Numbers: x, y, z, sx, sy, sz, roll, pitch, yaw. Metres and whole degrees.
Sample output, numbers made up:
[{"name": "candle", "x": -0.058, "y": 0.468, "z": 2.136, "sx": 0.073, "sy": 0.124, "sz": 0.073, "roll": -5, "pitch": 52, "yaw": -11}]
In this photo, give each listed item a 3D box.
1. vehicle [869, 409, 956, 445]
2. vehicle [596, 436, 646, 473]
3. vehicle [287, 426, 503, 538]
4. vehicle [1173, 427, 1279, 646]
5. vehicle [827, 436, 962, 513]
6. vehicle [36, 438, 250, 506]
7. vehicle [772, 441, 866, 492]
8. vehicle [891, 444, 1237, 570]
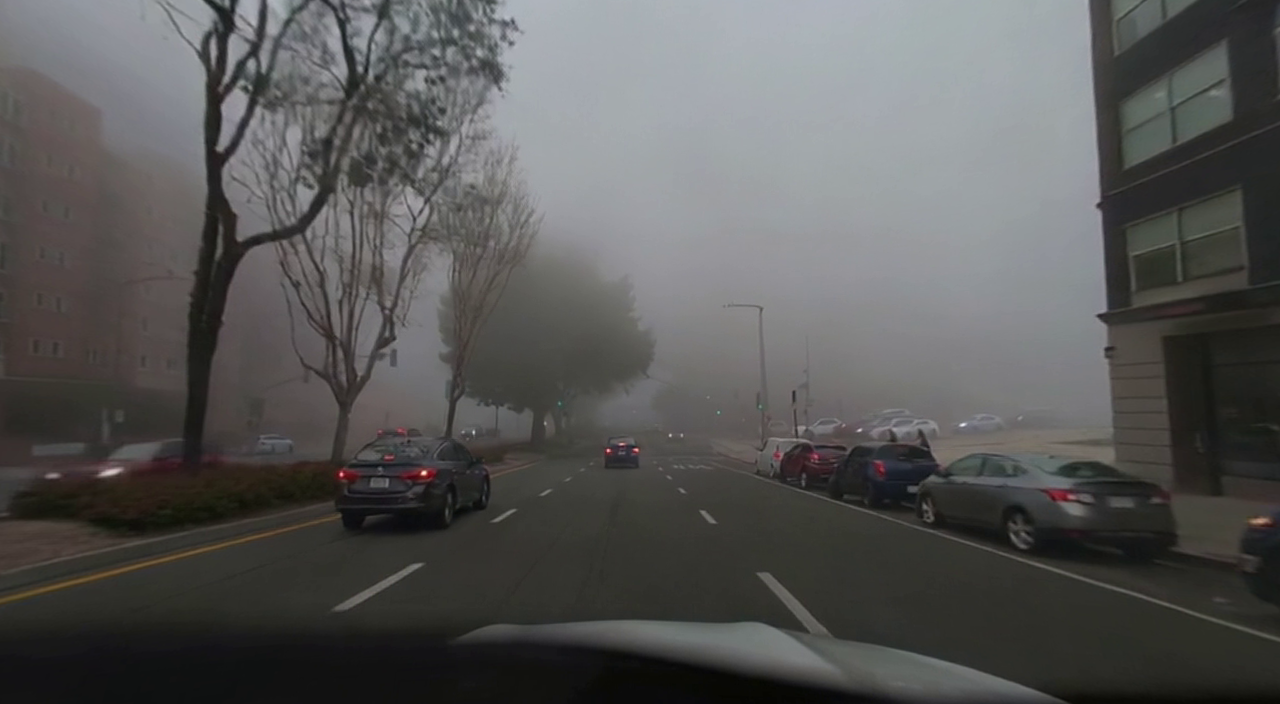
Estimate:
[{"name": "vehicle", "x": 21.069, "y": 5.858, "z": 48.933, "sx": 5.756, "sy": 2.653, "sz": 2.403, "roll": 2, "pitch": -9, "yaw": -12}, {"name": "vehicle", "x": -0.793, "y": 4.557, "z": 28.217, "sx": 2.082, "sy": 1.520, "sz": 3.896, "roll": 0, "pitch": -8, "yaw": 0}, {"name": "vehicle", "x": -3.878, "y": 2.131, "z": 11.004, "sx": 1.934, "sy": 1.522, "sz": 4.464, "roll": 0, "pitch": -8, "yaw": 0}, {"name": "vehicle", "x": 5.983, "y": 1.215, "z": 3.481, "sx": 2.019, "sy": 1.670, "sz": 4.550, "roll": 0, "pitch": -8, "yaw": -1}, {"name": "vehicle", "x": 6.036, "y": 2.924, "z": 15.490, "sx": 1.877, "sy": 1.642, "sz": 3.572, "roll": 0, "pitch": -8, "yaw": 2}, {"name": "vehicle", "x": -12.554, "y": 3.028, "z": 16.435, "sx": 1.987, "sy": 1.503, "sz": 4.375, "roll": 0, "pitch": -8, "yaw": 0}, {"name": "vehicle", "x": 5.872, "y": 3.784, "z": 21.274, "sx": 1.959, "sy": 1.513, "sz": 4.104, "roll": 0, "pitch": -8, "yaw": 0}, {"name": "vehicle", "x": 6.065, "y": 2.217, "z": 10.005, "sx": 2.089, "sy": 1.488, "sz": 4.663, "roll": 0, "pitch": -8, "yaw": -3}]
